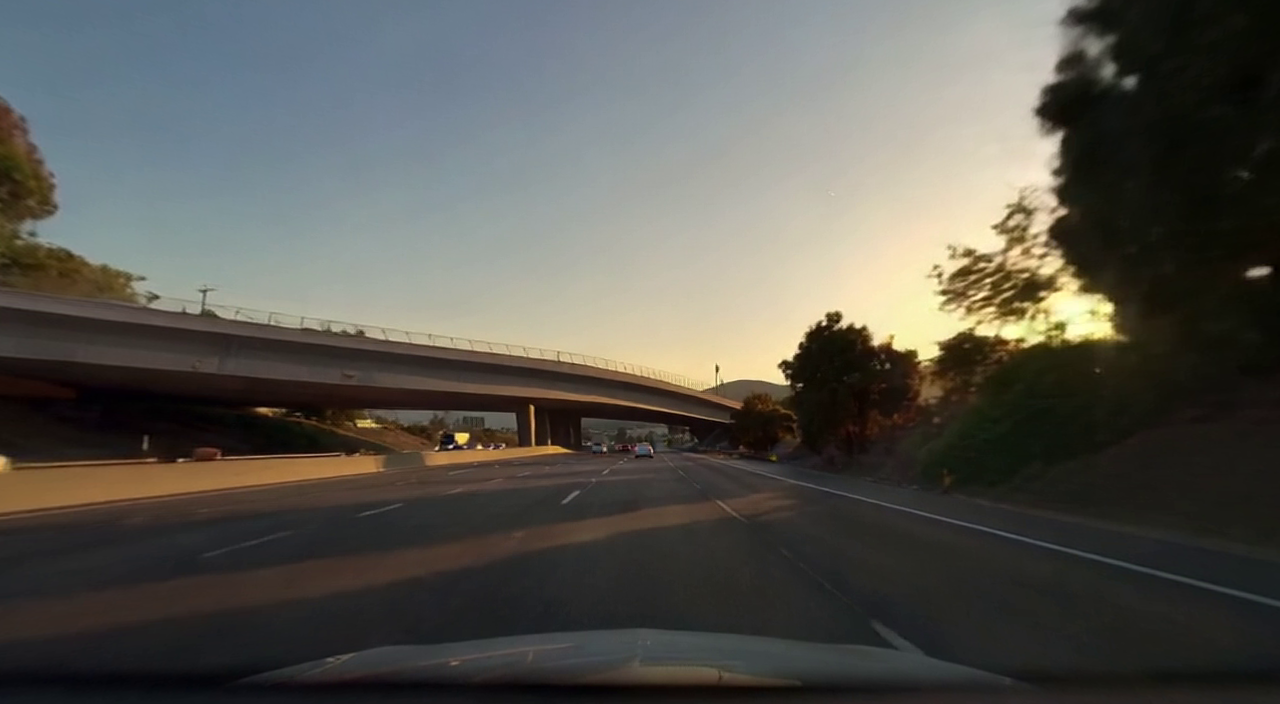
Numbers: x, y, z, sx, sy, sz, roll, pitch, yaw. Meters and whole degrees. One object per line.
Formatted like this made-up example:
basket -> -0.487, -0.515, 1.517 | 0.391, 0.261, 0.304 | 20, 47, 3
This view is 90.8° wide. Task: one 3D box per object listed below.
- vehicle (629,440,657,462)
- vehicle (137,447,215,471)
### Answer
vehicle -> 0.225, 7.472, 47.710 | 2.021, 1.528, 4.154 | 0, -8, 0
vehicle -> -35.615, 8.181, 48.659 | 2.008, 1.738, 5.184 | 0, -8, 0
